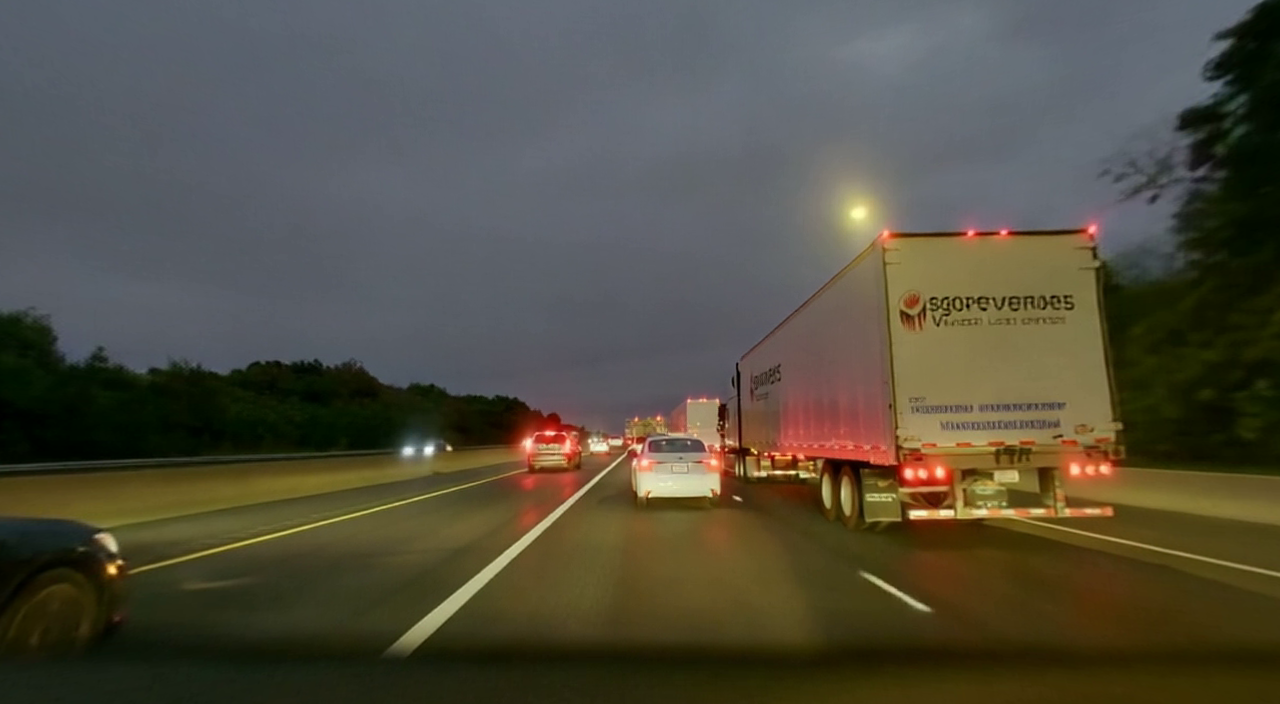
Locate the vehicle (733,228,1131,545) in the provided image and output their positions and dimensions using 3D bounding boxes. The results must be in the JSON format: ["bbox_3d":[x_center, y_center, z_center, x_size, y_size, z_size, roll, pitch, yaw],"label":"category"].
[{"bbox_3d":[4.707,1.338,15.233,2.883,4.070,14.423,0,-8,0],"label":"vehicle"}]

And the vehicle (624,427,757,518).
[{"bbox_3d":[0.826,2.299,12.656,2.200,1.495,4.282,0,-8,0],"label":"vehicle"}]

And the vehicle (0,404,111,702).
[{"bbox_3d":[-4.284,0.775,1.428,2.100,1.491,4.676,0,-8,0],"label":"vehicle"}]

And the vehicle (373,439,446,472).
[{"bbox_3d":[-10.950,4.933,30.241,2.028,1.444,3.571,0,-8,2],"label":"vehicle"}]

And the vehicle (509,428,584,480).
[{"bbox_3d":[-3.317,3.700,23.286,2.006,1.729,4.447,0,-8,1],"label":"vehicle"}]
